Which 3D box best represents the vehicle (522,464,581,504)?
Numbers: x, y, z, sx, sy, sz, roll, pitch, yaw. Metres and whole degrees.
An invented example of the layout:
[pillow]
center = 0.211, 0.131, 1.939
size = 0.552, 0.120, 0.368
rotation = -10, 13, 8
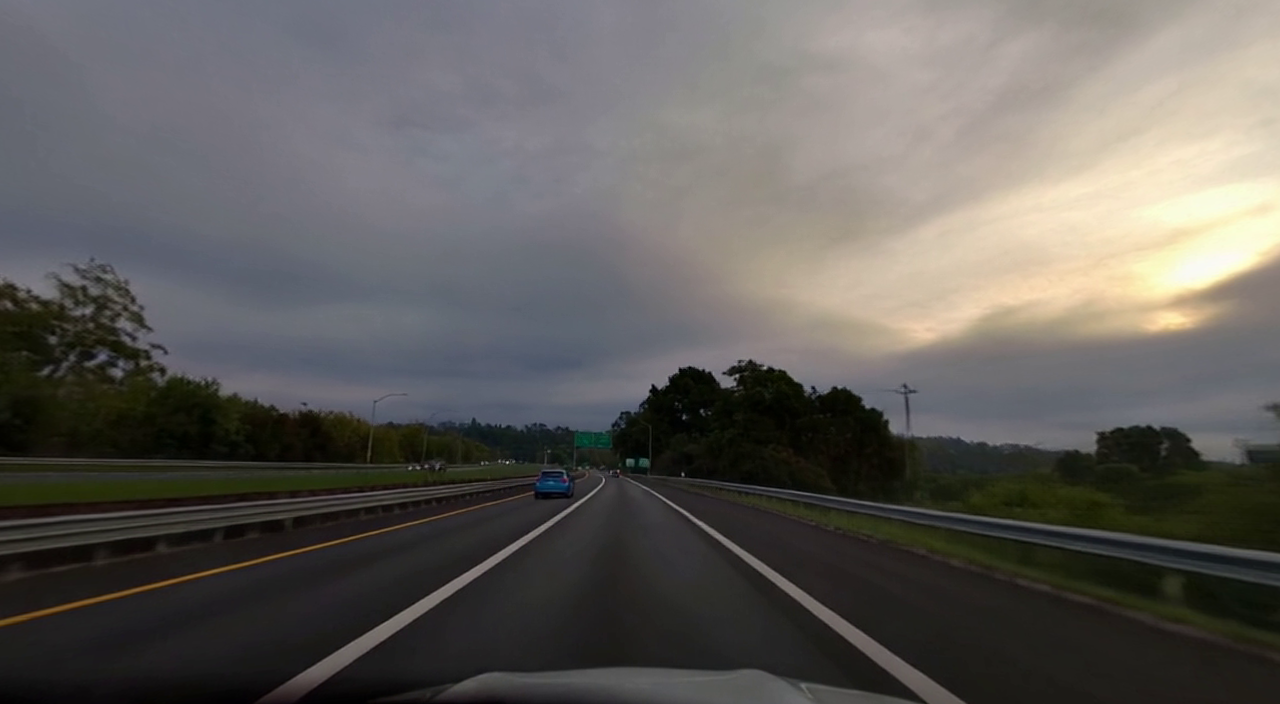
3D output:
[vehicle]
center = -3.756, 5.705, 27.463
size = 1.967, 1.556, 4.364
rotation = 1, -11, -1
